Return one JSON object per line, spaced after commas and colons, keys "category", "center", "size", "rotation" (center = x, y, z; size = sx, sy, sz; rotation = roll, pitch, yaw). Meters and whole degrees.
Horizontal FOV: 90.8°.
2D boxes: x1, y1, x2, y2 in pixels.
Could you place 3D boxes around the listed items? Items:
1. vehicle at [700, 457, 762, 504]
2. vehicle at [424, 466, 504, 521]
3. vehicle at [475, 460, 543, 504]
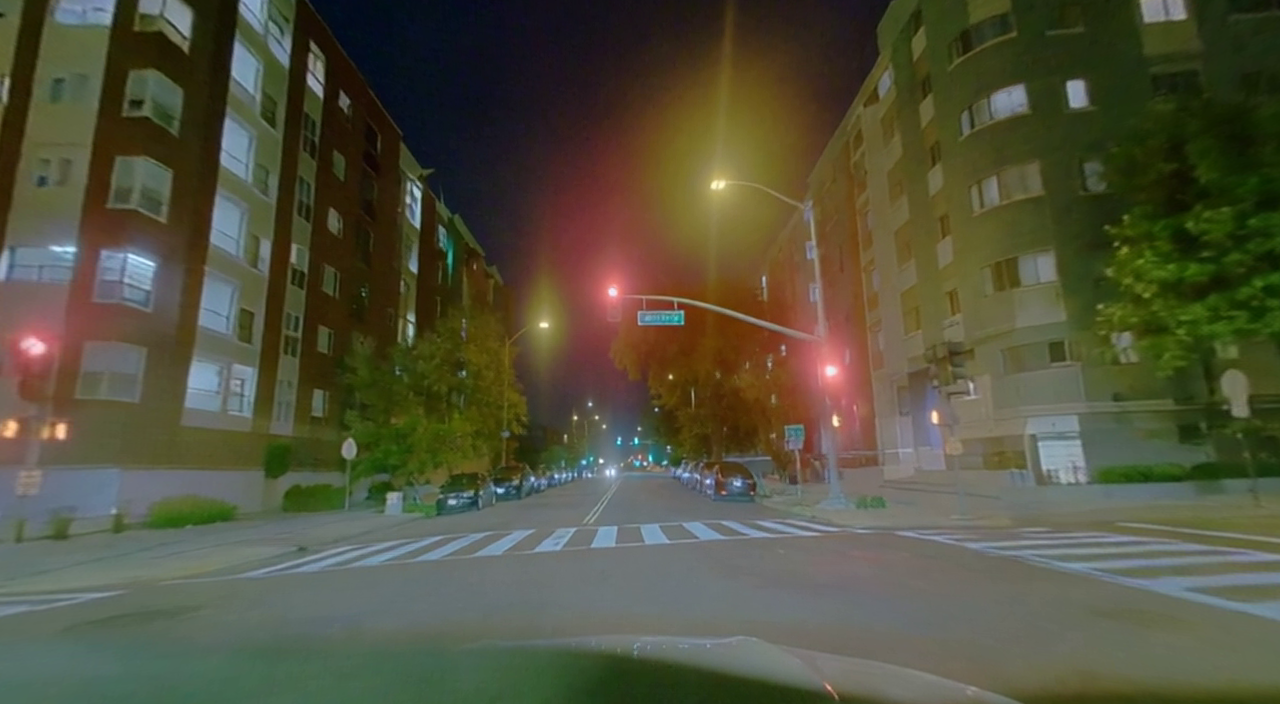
{"category": "vehicle", "center": [3.640, 5.237, 26.159], "size": [1.924, 1.657, 4.665], "rotation": [1, -9, 0]}
{"category": "vehicle", "center": [-6.648, 5.349, 24.350], "size": [1.763, 1.612, 4.462], "rotation": [-7, -9, -2]}
{"category": "vehicle", "center": [-6.396, 6.384, 31.357], "size": [2.175, 1.849, 4.725], "rotation": [-4, -10, 2]}
